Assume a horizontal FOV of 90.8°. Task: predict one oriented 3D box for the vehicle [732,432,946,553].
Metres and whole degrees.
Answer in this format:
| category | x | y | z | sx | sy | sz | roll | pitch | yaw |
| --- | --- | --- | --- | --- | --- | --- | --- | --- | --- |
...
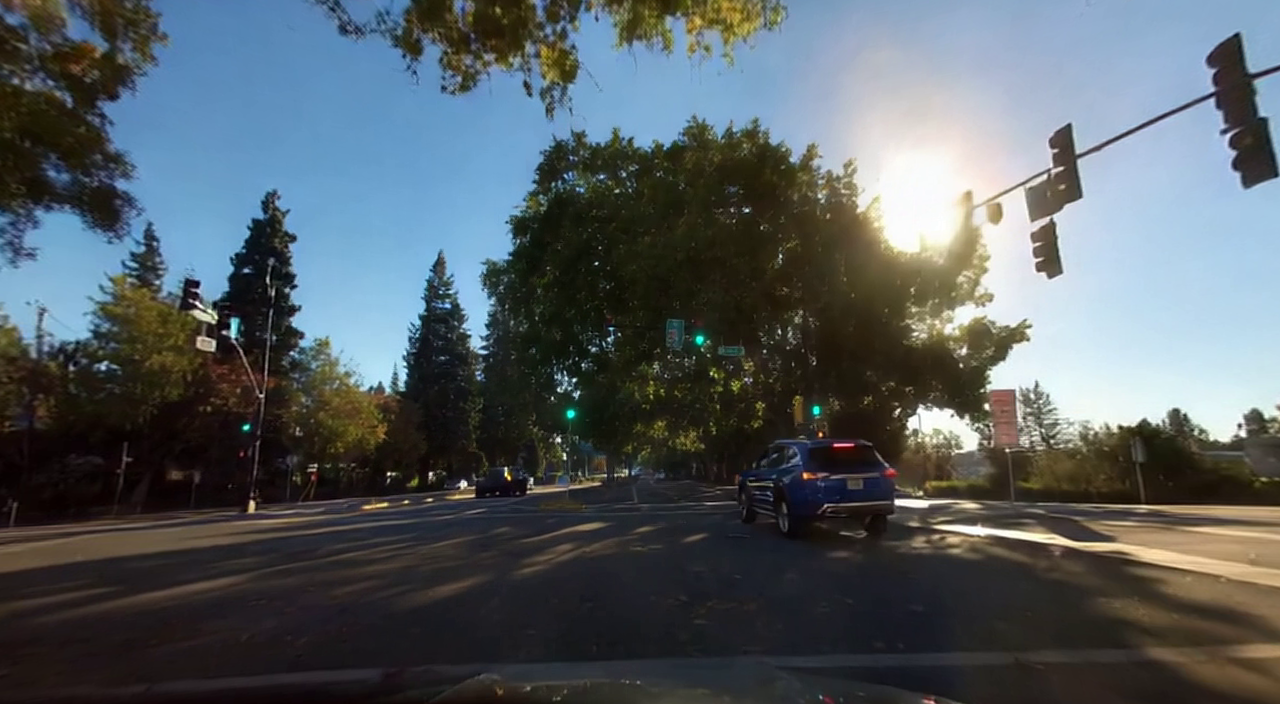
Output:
| category | x | y | z | sx | sy | sz | roll | pitch | yaw |
| --- | --- | --- | --- | --- | --- | --- | --- | --- | --- |
| vehicle | 3.109 | 2.301 | 11.194 | 2.140 | 1.655 | 4.786 | 0 | -8 | -1 |
